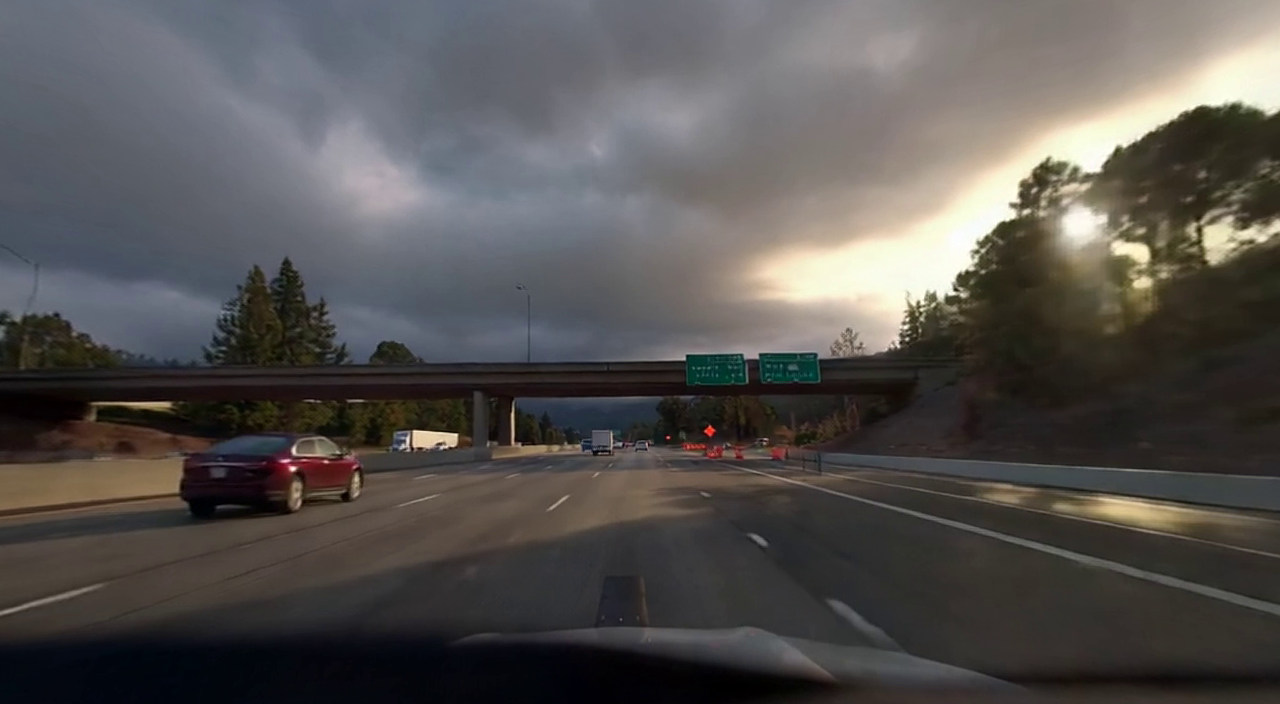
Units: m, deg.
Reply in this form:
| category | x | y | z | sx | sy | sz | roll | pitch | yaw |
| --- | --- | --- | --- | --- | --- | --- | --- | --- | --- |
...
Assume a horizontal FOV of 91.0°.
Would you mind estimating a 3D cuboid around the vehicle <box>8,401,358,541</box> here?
| category | x | y | z | sx | sy | sz | roll | pitch | yaw |
| --- | --- | --- | --- | --- | --- | --- | --- | --- | --- |
| vehicle | -6.977 | 1.889 | 10.593 | 2.103 | 1.775 | 4.966 | 0 | -8 | 0 |

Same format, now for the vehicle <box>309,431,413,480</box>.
| category | x | y | z | sx | sy | sz | roll | pitch | yaw |
| --- | --- | --- | --- | --- | --- | --- | --- | --- | --- |
| vehicle | -10.498 | 3.933 | 24.105 | 1.964 | 1.662 | 4.367 | 0 | -8 | 0 |
